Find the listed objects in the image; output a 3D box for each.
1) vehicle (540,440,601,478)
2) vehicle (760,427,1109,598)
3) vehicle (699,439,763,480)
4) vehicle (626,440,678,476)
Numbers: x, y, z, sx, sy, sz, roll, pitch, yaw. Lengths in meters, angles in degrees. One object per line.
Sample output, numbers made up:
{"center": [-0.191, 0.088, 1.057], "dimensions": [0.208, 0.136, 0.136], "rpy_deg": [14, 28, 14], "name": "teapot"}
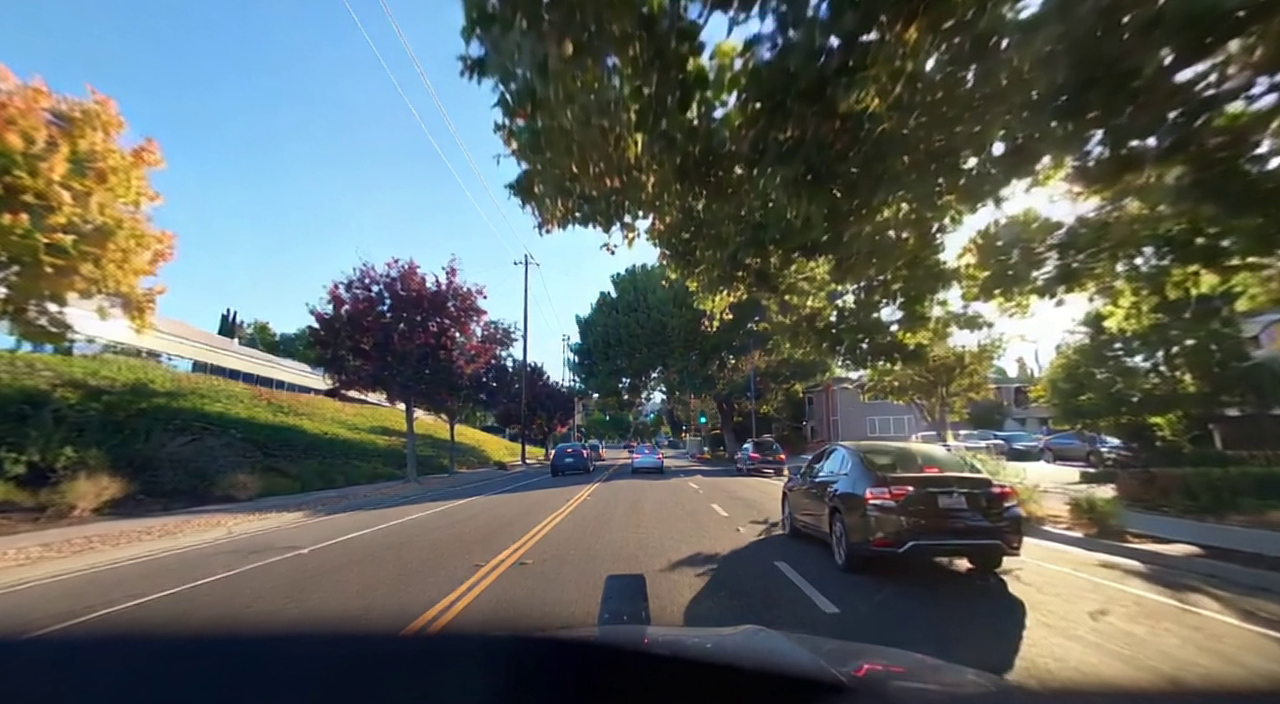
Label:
{"center": [-2.914, 4.603, 27.378], "dimensions": [2.012, 1.505, 4.205], "rpy_deg": [-1, -8, 2], "name": "vehicle"}
{"center": [3.031, 1.734, 7.846], "dimensions": [2.158, 1.483, 4.415], "rpy_deg": [0, -8, -1], "name": "vehicle"}
{"center": [3.591, 4.322, 25.690], "dimensions": [1.943, 1.484, 4.030], "rpy_deg": [0, -8, -1], "name": "vehicle"}
{"center": [0.509, 4.630, 27.948], "dimensions": [2.101, 1.467, 4.210], "rpy_deg": [0, -8, 0], "name": "vehicle"}
